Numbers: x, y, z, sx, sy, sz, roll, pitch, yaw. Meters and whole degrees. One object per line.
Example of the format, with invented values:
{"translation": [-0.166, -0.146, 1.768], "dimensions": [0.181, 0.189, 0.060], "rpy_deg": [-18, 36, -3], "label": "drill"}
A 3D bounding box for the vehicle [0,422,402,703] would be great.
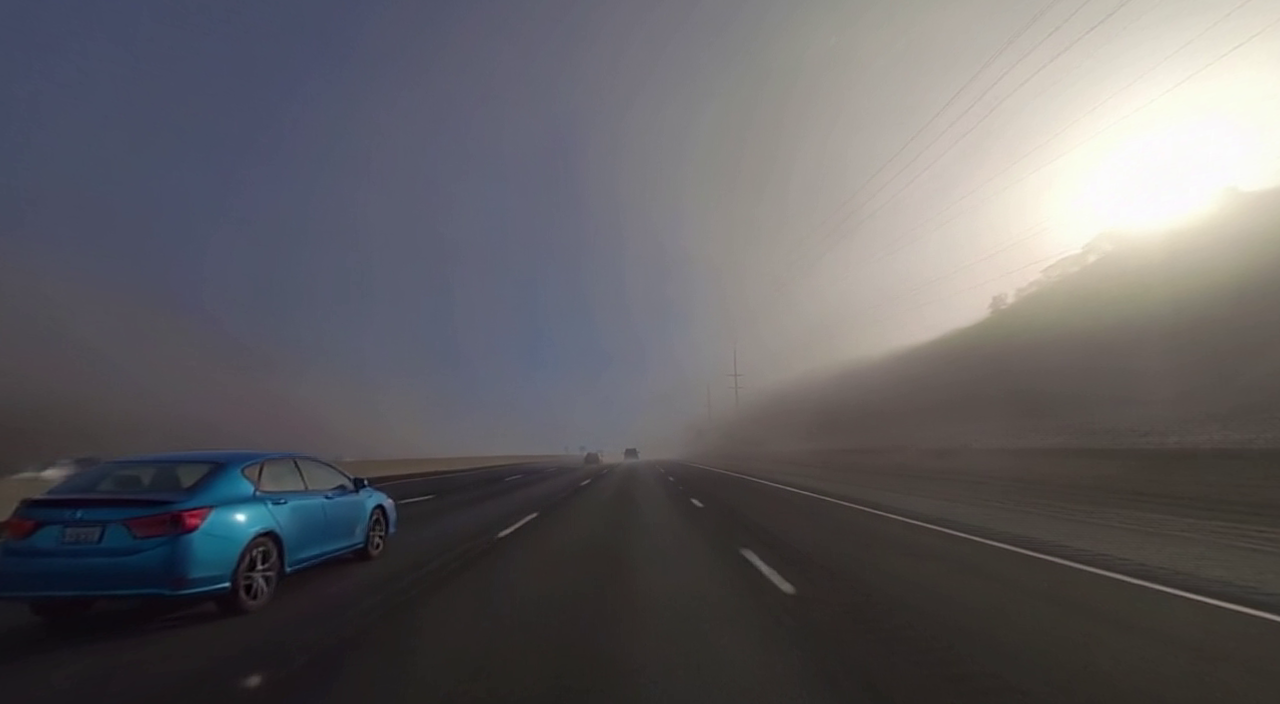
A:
{"translation": [-4.102, 1.470, 5.550], "dimensions": [2.064, 1.489, 4.966], "rpy_deg": [0, -9, 0], "label": "vehicle"}
